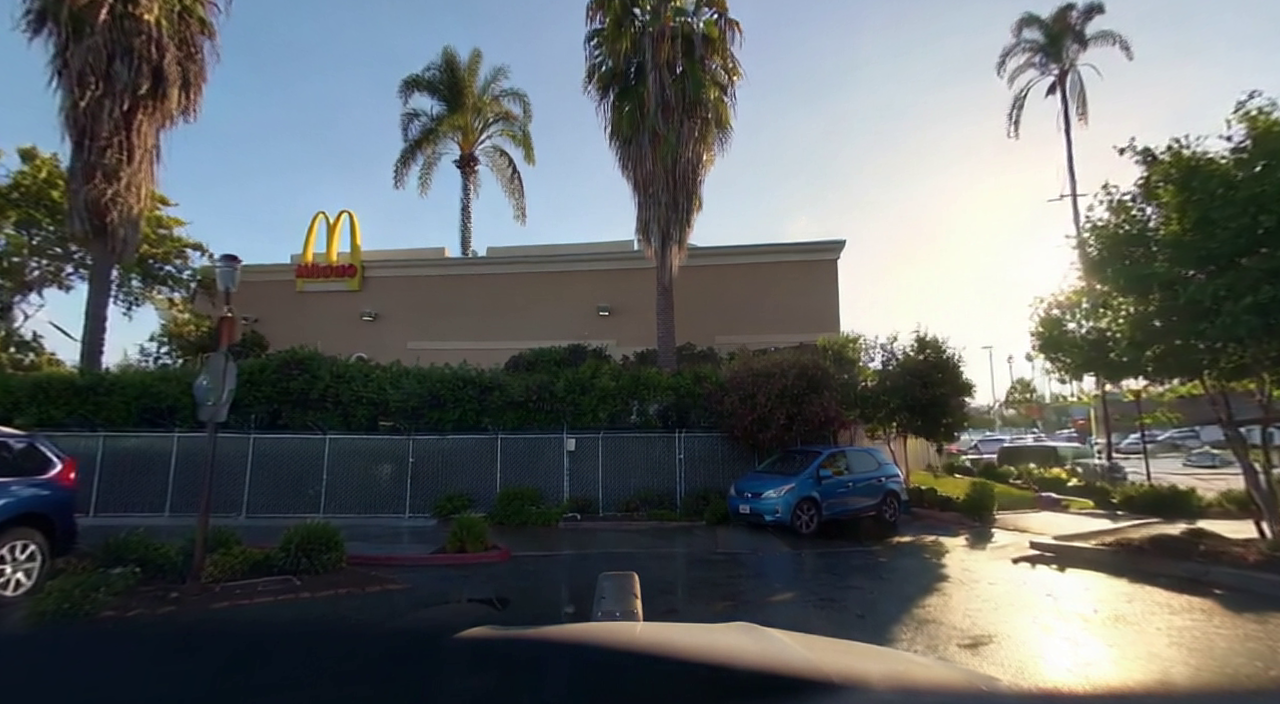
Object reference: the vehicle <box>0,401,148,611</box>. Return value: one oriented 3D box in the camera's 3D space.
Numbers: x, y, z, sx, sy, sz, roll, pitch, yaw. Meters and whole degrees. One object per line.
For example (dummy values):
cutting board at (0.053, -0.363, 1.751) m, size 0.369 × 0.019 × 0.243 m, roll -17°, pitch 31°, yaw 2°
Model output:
vehicle at (-6.793, 1.298, 5.124) m, size 1.943 × 1.890 × 4.472 m, roll 0°, pitch -10°, yaw 0°

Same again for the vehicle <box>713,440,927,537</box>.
vehicle at (4.008, 2.865, 13.978) m, size 4.365 × 1.791 × 2.073 m, roll 5°, pitch -9°, yaw -30°
